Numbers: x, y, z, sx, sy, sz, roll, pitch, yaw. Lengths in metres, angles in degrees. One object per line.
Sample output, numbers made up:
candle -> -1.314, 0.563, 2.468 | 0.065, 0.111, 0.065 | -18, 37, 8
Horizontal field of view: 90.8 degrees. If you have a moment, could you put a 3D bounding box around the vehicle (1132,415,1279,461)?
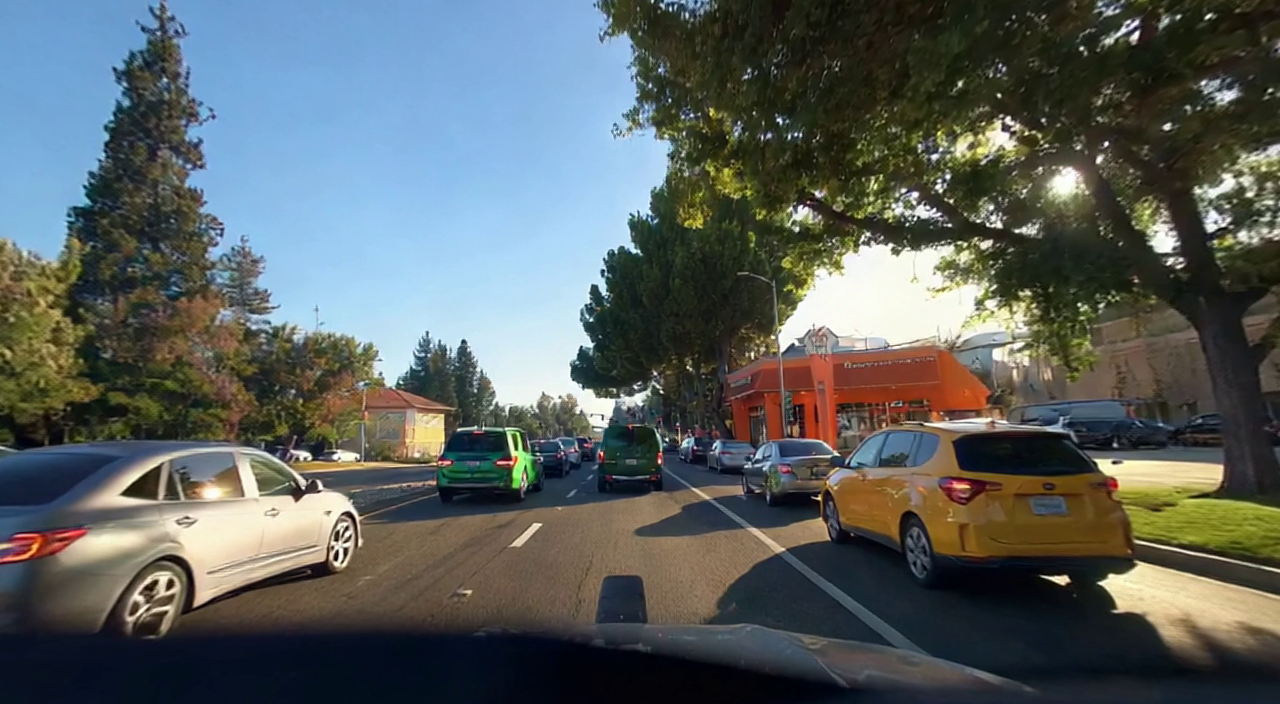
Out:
vehicle -> 22.078, 3.350, 24.482 | 2.139, 1.540, 4.770 | -1, -8, 0

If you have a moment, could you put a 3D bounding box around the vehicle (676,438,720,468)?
vehicle -> 3.052, 5.402, 33.986 | 1.903, 1.529, 3.649 | 0, -9, -2

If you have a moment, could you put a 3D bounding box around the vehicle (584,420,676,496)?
vehicle -> -0.291, 2.897, 17.525 | 2.238, 1.825, 4.190 | 0, -8, -1

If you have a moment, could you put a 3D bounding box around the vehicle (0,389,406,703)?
vehicle -> -3.694, 1.249, 4.903 | 2.051, 1.522, 4.509 | 0, -8, -1

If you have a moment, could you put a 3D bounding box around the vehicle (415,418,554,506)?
vehicle -> -3.604, 2.662, 15.656 | 2.231, 1.853, 4.461 | 0, -9, 1

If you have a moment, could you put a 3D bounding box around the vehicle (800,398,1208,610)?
vehicle -> 3.455, 1.528, 7.240 | 2.047, 1.671, 4.267 | 0, -9, -1
